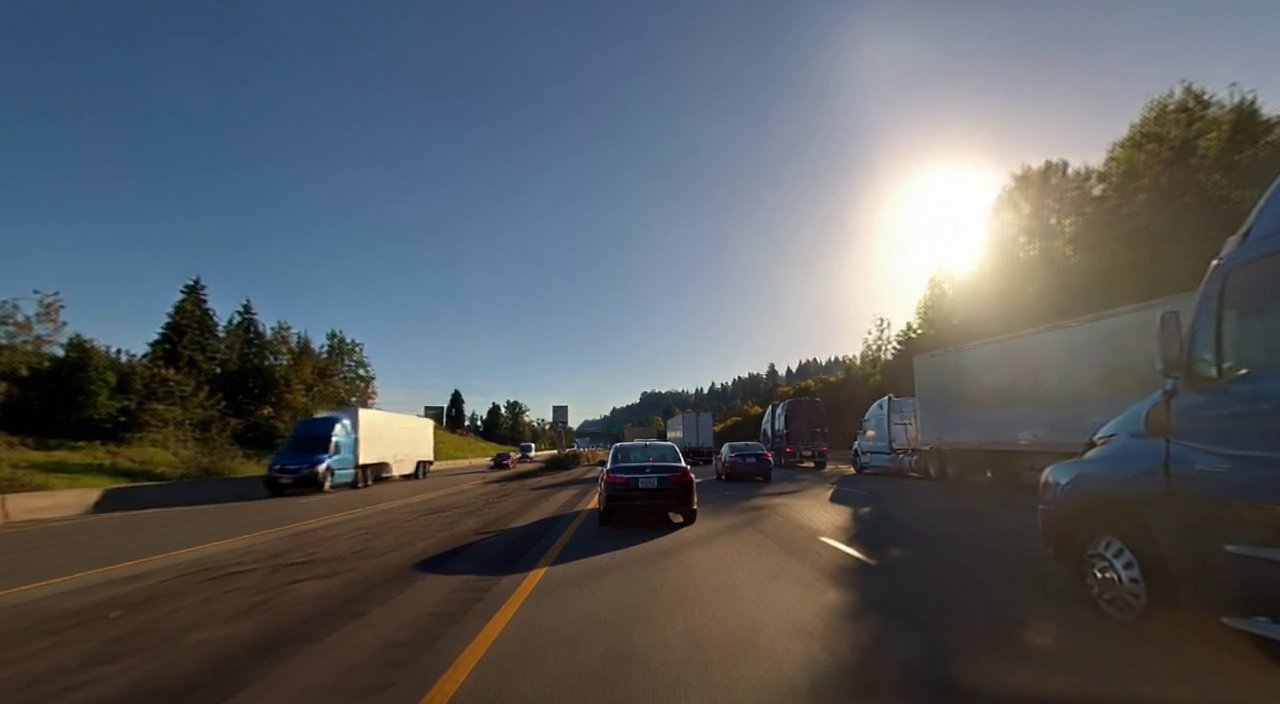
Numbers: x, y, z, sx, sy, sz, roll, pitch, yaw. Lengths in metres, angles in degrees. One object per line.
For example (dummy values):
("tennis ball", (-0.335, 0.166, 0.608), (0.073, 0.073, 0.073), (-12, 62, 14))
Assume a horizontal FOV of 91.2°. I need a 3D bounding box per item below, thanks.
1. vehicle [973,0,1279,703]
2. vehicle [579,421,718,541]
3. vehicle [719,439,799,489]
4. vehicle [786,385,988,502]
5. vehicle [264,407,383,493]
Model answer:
("vehicle", (4.230, -0.177, 1.890), (2.987, 3.877, 5.881), (0, -9, 0))
("vehicle", (0.129, 2.089, 10.623), (1.965, 1.664, 3.428), (-1, -9, 0))
("vehicle", (3.910, 3.767, 21.285), (1.859, 1.512, 3.711), (0, -9, -2))
("vehicle", (8.039, 3.306, 22.585), (2.799, 3.188, 10.578), (0, -9, -1))
("vehicle", (-16.101, 5.042, 32.454), (3.025, 3.994, 5.884), (0, -9, -1))
